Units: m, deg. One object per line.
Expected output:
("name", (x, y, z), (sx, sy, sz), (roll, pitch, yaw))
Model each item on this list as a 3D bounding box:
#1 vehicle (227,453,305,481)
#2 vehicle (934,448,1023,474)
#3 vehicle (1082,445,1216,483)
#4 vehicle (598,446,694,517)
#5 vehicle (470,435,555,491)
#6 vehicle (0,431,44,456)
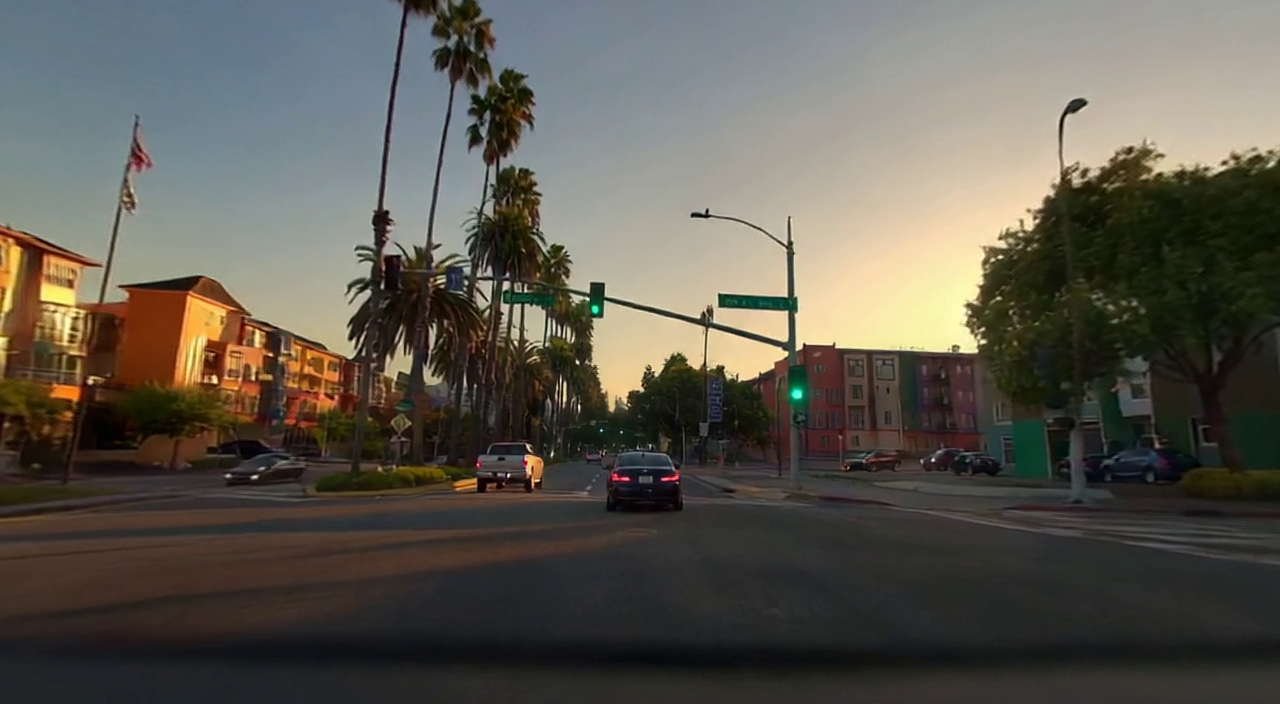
("vehicle", (-23.403, 7.189, 39.478), (1.913, 1.579, 4.780), (0, -9, 0))
("vehicle", (26.192, 8.450, 48.709), (5.602, 1.903, 2.128), (0, -9, 1))
("vehicle", (23.653, 5.175, 29.308), (1.908, 1.626, 4.559), (9, -12, -44))
("vehicle", (0.079, 3.197, 16.039), (2.122, 1.562, 4.152), (0, -9, -2))
("vehicle", (-5.176, 4.631, 26.519), (2.447, 2.062, 5.911), (0, -9, -1))
("vehicle", (-43.260, 6.176, 42.540), (1.738, 1.593, 3.979), (3, -10, -3))
